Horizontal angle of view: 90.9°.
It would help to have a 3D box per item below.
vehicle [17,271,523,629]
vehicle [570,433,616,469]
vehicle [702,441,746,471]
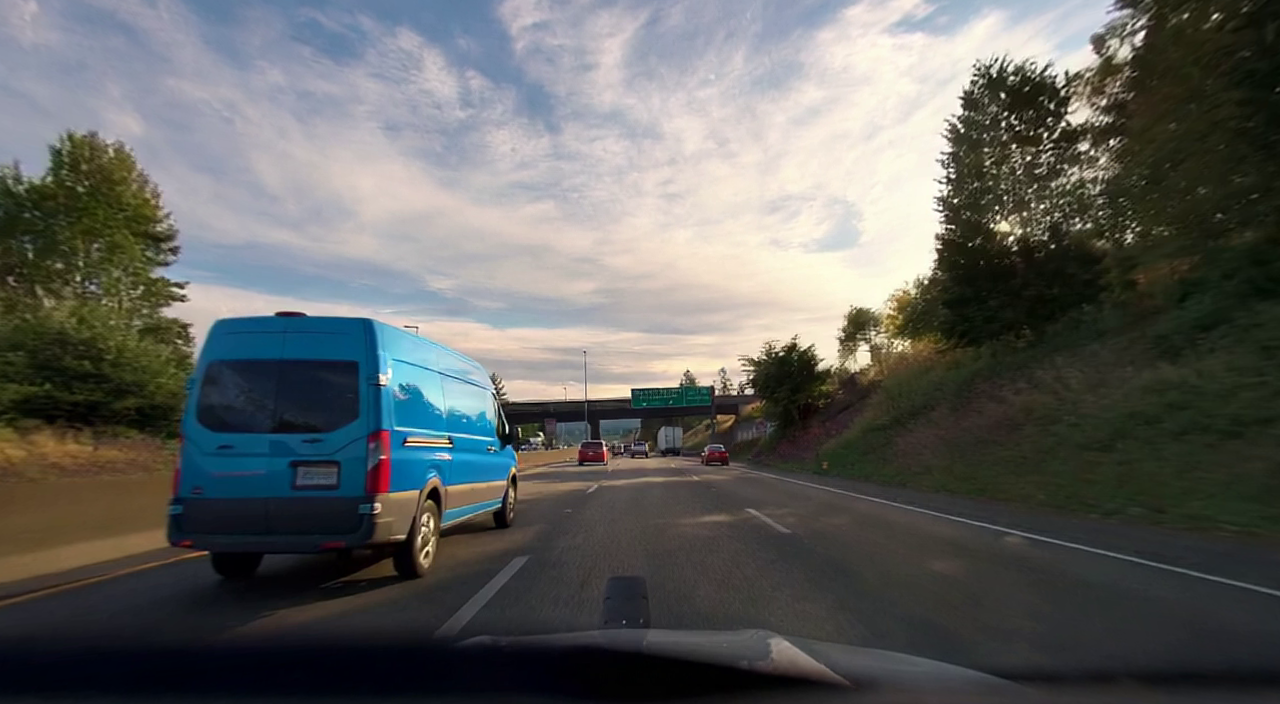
[{"bbox_3d":[-3.206,1.127,7.585,2.451,2.627,5.868,0,-9,0],"label":"vehicle"},{"bbox_3d":[-2.772,6.090,38.631,2.334,2.051,4.900,0,-9,1],"label":"vehicle"},{"bbox_3d":[4.916,6.149,37.360,1.936,1.664,4.198,0,-9,-1],"label":"vehicle"}]
